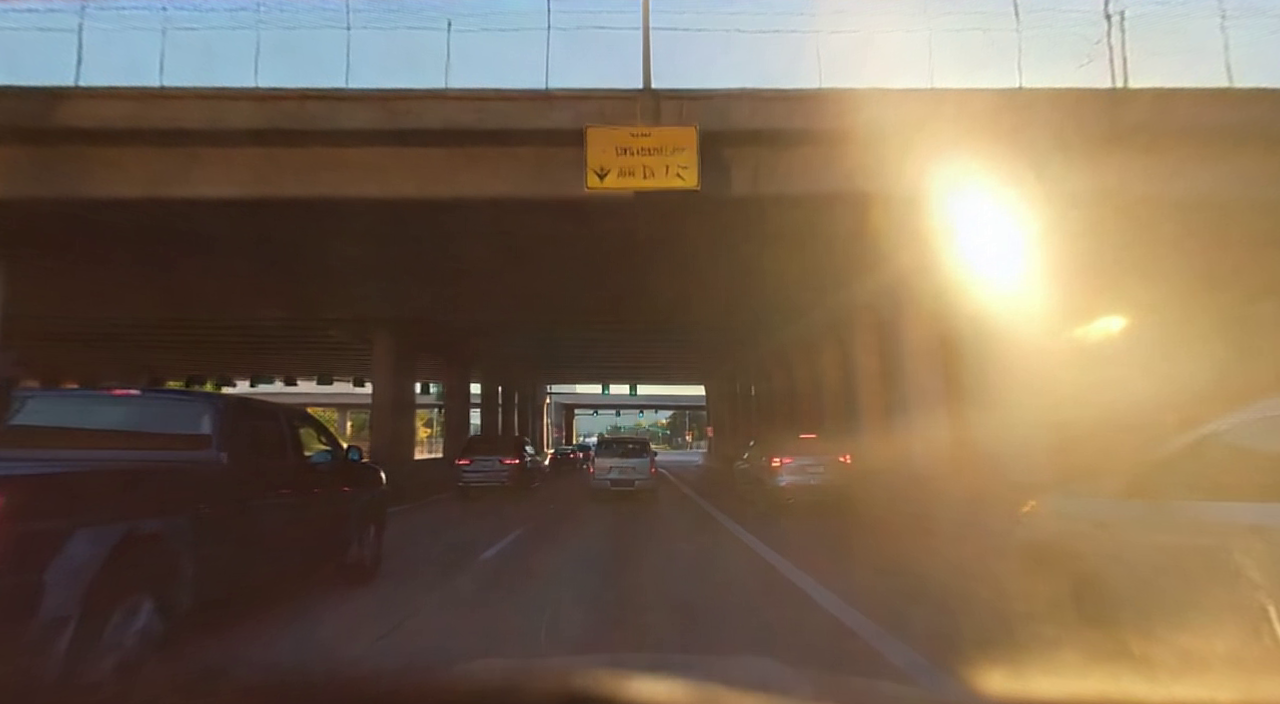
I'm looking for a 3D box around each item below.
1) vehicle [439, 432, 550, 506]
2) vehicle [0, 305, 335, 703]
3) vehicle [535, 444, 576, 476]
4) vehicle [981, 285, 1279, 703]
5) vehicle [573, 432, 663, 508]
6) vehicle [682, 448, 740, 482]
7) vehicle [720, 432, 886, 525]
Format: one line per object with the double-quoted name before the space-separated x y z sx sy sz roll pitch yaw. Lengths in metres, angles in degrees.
"vehicle" -3.737 3.084 17.026 2.127 1.720 4.064 0 -8 -2
"vehicle" -3.489 0.779 2.695 2.074 1.814 4.596 0 -8 -1
"vehicle" -4.443 5.738 33.719 1.829 1.614 3.611 0 -8 -2
"vehicle" 3.721 0.686 2.173 2.401 1.968 4.841 0 -8 1
"vehicle" -0.560 3.047 16.713 2.097 1.748 3.794 0 -8 -2
"vehicle" 3.239 5.209 29.442 2.026 1.457 3.969 1 -9 -3
"vehicle" 3.396 2.767 14.518 2.234 1.720 5.378 0 -8 -2
